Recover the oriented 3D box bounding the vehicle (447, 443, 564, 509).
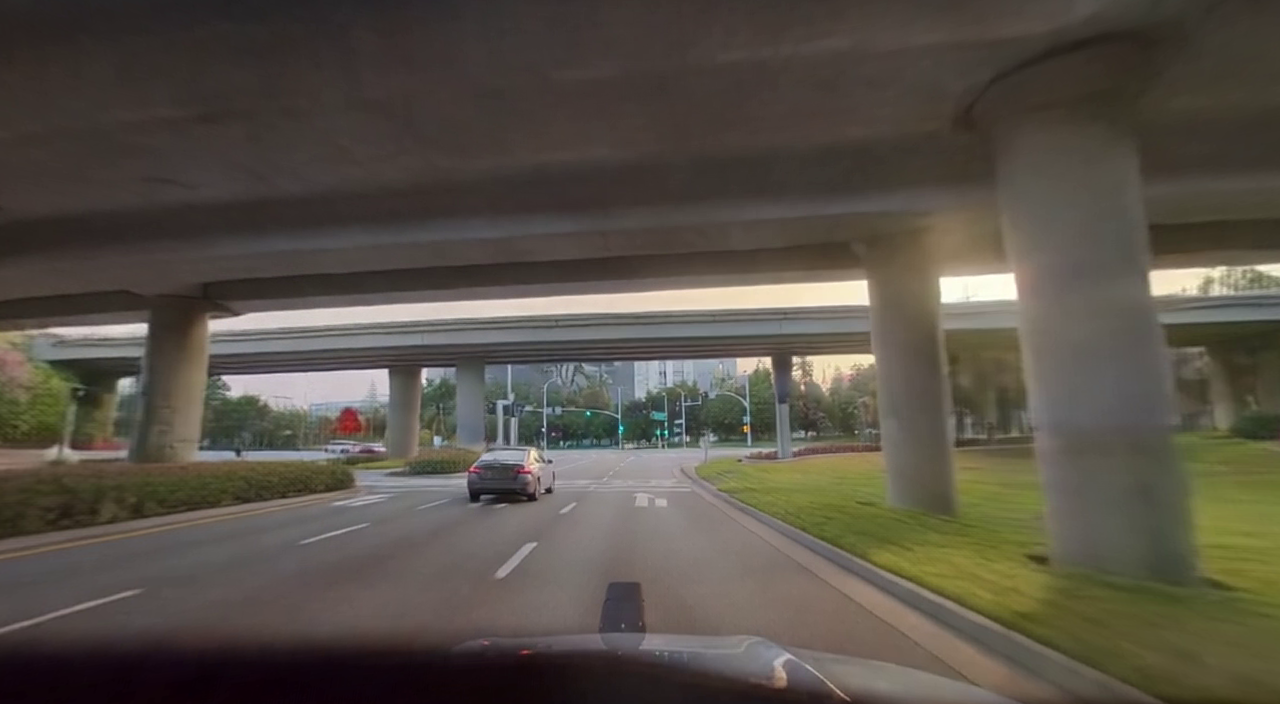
[{"bbox_3d":[-3.297,3.144,16.512,1.963,1.460,4.614,0,-9,1],"label":"vehicle"}]
